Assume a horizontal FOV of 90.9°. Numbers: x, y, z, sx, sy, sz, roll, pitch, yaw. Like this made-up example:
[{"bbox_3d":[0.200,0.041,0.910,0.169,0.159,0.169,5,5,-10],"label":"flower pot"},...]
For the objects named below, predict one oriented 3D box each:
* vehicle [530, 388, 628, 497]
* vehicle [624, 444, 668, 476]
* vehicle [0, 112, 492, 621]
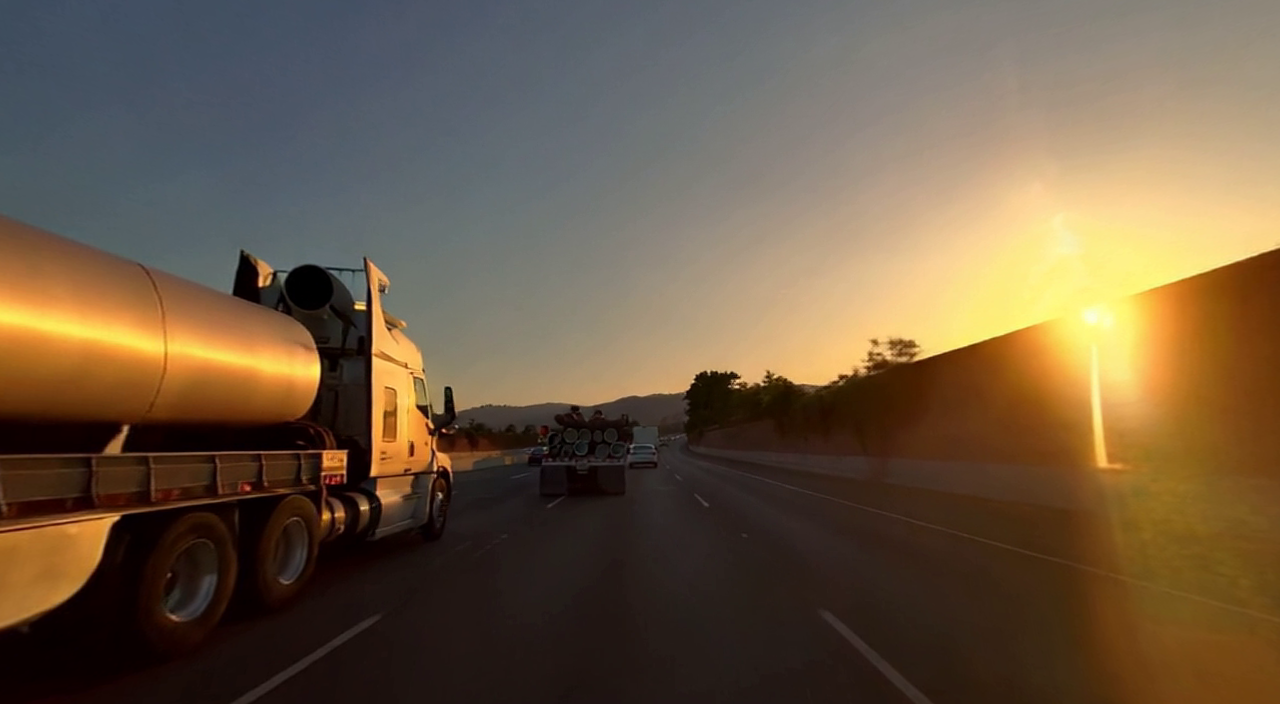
[{"bbox_3d":[-2.232,3.208,22.366,2.798,3.071,8.412,1,-8,-7],"label":"vehicle"},{"bbox_3d":[0.267,5.439,32.005,2.041,1.462,4.548,0,-8,0],"label":"vehicle"},{"bbox_3d":[-4.110,0.431,7.806,2.998,3.992,5.800,0,-8,1],"label":"vehicle"}]
